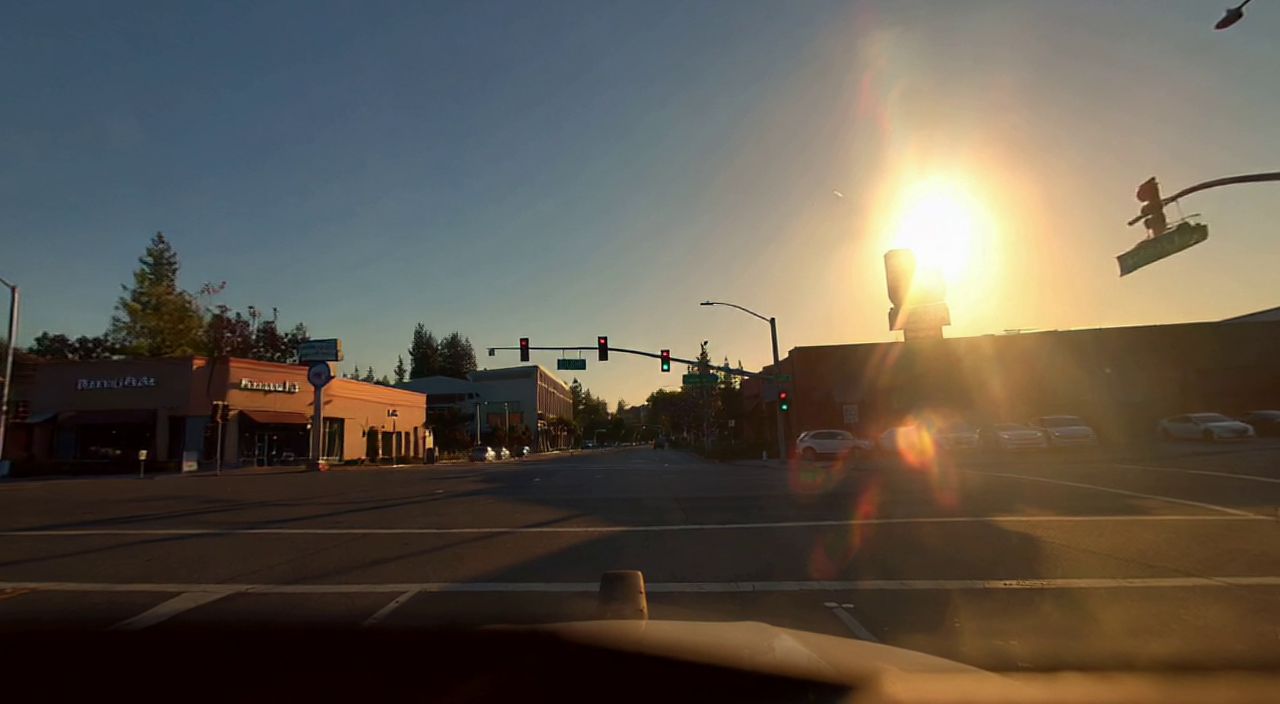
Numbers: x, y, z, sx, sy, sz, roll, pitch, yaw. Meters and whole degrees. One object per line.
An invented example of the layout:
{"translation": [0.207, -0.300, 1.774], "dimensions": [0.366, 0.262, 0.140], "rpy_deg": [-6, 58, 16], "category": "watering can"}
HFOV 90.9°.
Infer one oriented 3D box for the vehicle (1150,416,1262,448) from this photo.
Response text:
{"translation": [28.291, 4.072, 31.706], "dimensions": [1.799, 1.459, 4.266], "rpy_deg": [-1, -8, 3], "category": "vehicle"}
